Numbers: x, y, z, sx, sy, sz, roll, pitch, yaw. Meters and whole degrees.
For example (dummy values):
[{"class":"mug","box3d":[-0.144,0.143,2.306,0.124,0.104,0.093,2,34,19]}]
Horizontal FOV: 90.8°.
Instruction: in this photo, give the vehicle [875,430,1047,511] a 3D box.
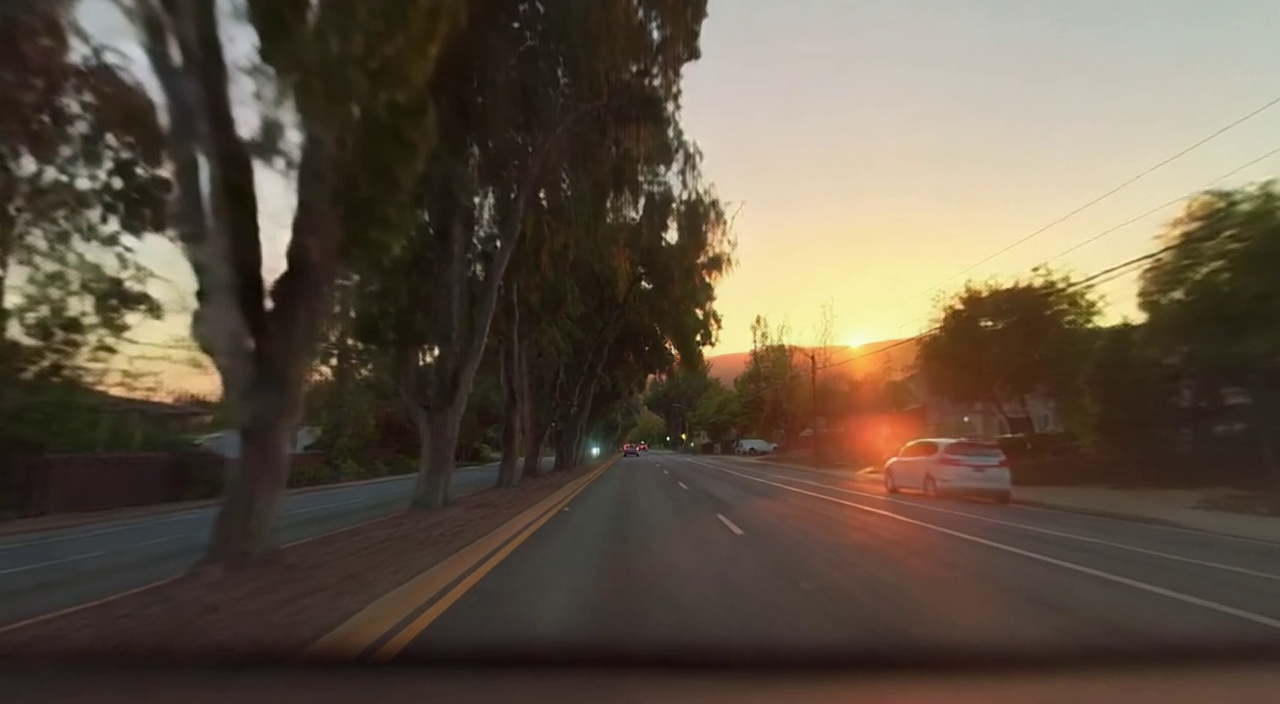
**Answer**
[{"class":"vehicle","box3d":[7.332,2.729,15.013,1.965,1.623,4.096,0,-9,1]}]
